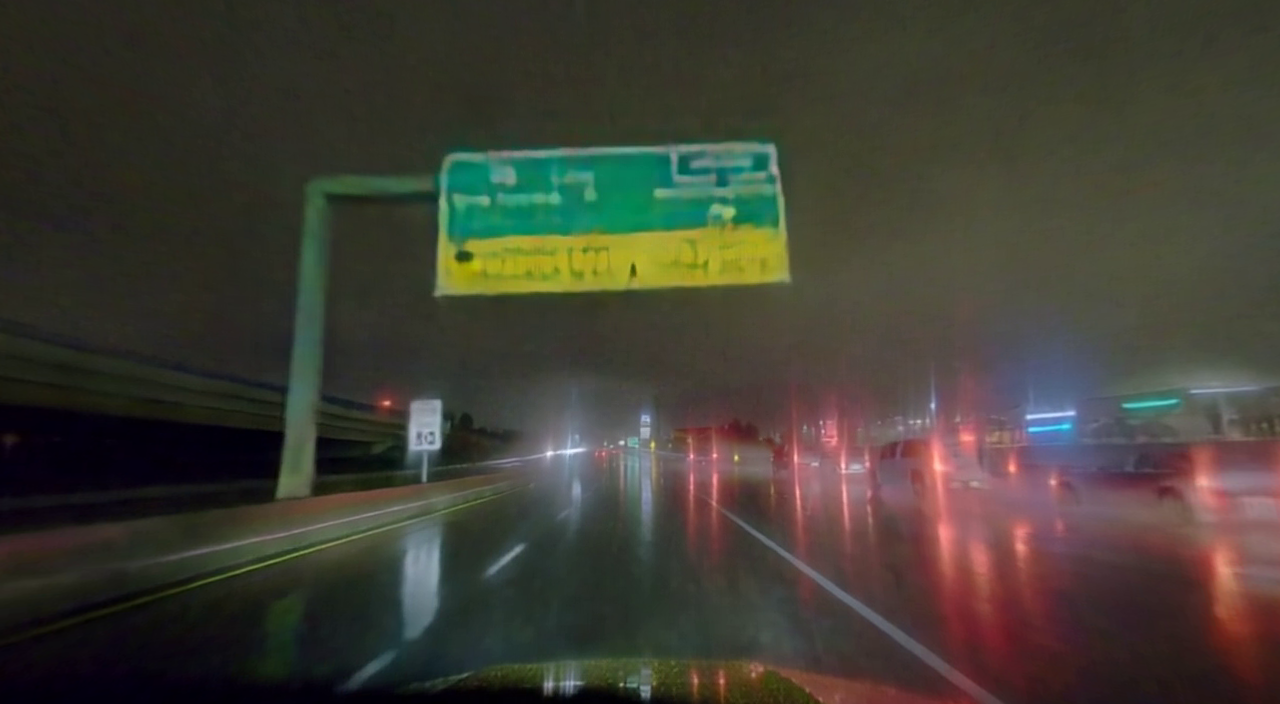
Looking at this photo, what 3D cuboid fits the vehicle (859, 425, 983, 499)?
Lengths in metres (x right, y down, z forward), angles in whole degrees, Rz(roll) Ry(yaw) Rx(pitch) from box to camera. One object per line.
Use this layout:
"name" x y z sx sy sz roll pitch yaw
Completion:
"vehicle" 16.057 6.363 37.053 2.704 3.716 9.364 0 -9 -1

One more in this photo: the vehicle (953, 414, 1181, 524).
"vehicle" 16.315 4.522 25.315 2.791 3.573 9.032 0 -9 0

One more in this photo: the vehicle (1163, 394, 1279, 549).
"vehicle" 15.982 2.579 13.329 2.391 3.553 8.914 0 -9 2

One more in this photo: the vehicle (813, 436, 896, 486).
"vehicle" 15.997 8.183 47.948 2.887 3.412 9.164 0 -9 -1
